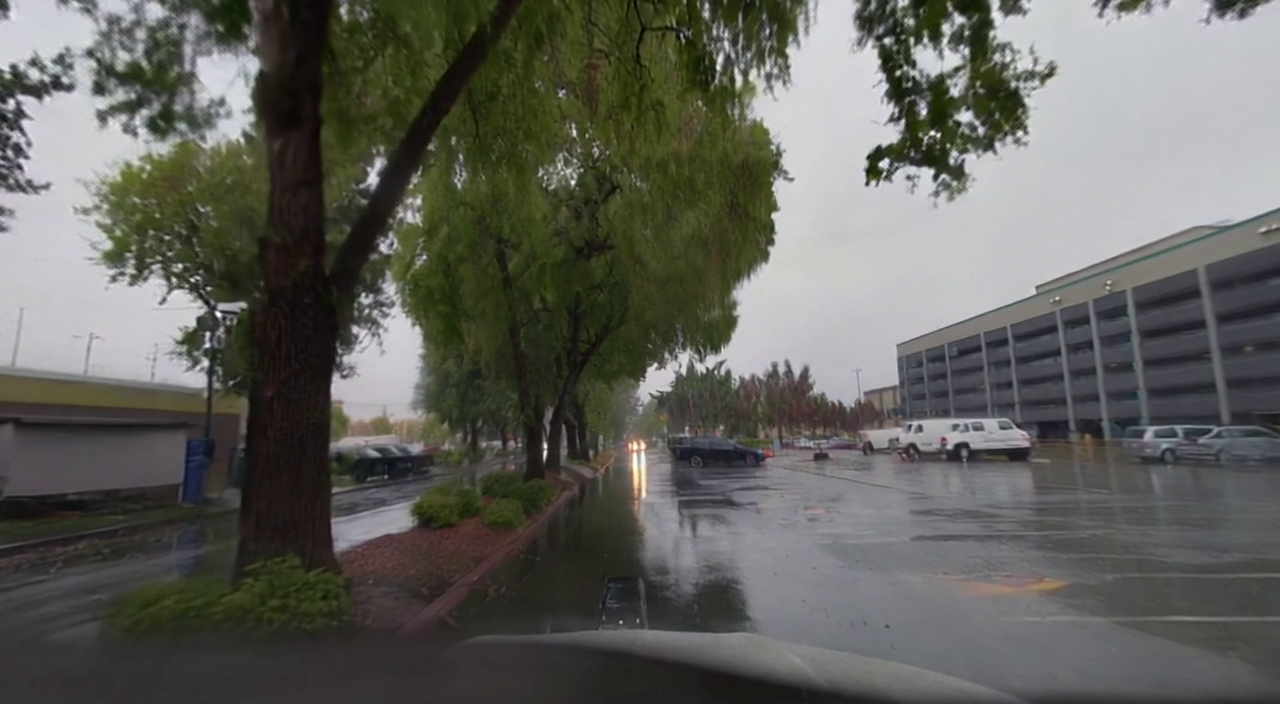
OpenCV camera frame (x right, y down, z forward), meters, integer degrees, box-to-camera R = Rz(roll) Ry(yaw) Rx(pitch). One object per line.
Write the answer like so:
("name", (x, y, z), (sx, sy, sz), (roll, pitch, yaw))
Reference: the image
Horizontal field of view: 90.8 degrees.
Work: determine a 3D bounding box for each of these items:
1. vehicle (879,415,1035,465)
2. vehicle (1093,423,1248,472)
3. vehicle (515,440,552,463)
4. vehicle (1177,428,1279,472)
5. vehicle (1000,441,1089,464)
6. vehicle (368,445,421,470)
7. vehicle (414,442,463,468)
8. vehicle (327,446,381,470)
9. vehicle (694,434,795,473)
("vehicle", (13.680, 3.850, 27.566), (5.540, 2.045, 2.259), (0, -8, -2))
("vehicle", (25.657, 4.610, 30.708), (5.596, 2.168, 2.307), (2, -8, -4))
("vehicle", (-7.784, 7.325, 46.641), (1.993, 1.640, 4.457), (0, -8, -1))
("vehicle", (26.481, 4.235, 27.308), (4.591, 1.808, 2.016), (0, -9, 0))
("vehicle", (26.395, 6.565, 41.268), (4.558, 1.452, 1.790), (0, -8, -1))
("vehicle", (-17.126, 7.357, 44.286), (1.850, 1.531, 4.256), (0, -8, 4))
("vehicle", (-14.268, 7.293, 44.983), (1.888, 1.657, 4.138), (0, -8, 4))
("vehicle", (-20.139, 7.466, 44.653), (1.880, 1.617, 3.870), (0, -8, 1))
("vehicle", (5.063, 4.876, 30.430), (4.626, 1.723, 1.939), (5, -10, -33))
